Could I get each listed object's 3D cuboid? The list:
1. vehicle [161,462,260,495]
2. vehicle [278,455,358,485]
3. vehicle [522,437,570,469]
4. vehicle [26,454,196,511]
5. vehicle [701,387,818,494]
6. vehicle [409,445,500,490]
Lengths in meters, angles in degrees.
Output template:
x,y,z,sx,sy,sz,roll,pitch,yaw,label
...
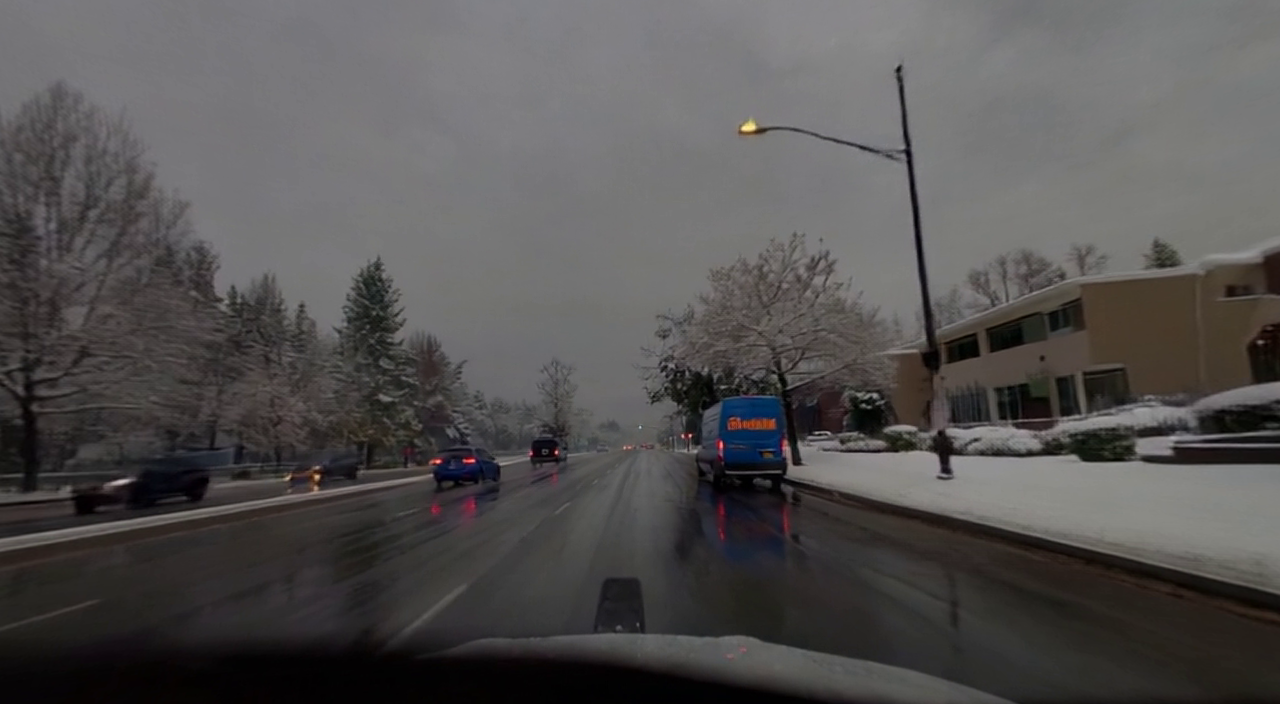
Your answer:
x,y,z,sx,sy,sz,roll,pitch,yaw,label
-21.697,6.374,32.155,1.832,1.443,4.614,0,-9,-1,vehicle
-18.019,6.584,35.611,1.974,1.525,4.738,0,-9,0,vehicle
-6.343,6.914,43.426,2.332,2.039,5.678,-1,-9,1,vehicle
-17.875,4.375,21.726,1.945,1.702,4.438,-1,-9,0,vehicle
3.640,2.900,20.440,2.791,3.026,4.668,0,-9,0,vehicle
-6.653,4.201,23.223,1.970,1.456,4.441,0,-9,1,vehicle
